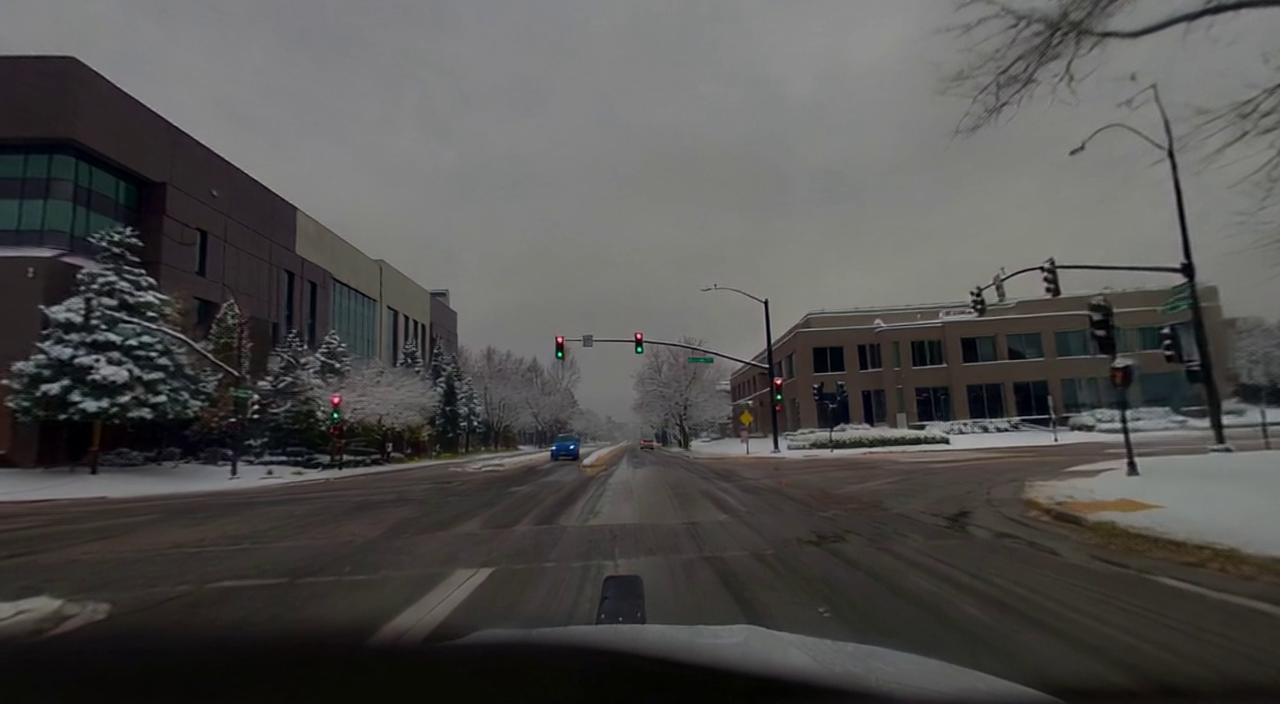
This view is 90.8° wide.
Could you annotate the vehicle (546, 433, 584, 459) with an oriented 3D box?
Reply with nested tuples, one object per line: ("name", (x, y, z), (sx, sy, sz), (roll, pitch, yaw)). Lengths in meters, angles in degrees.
("vehicle", (-5.035, 6.377, 42.766), (1.988, 1.666, 4.074), (0, -9, 1))
